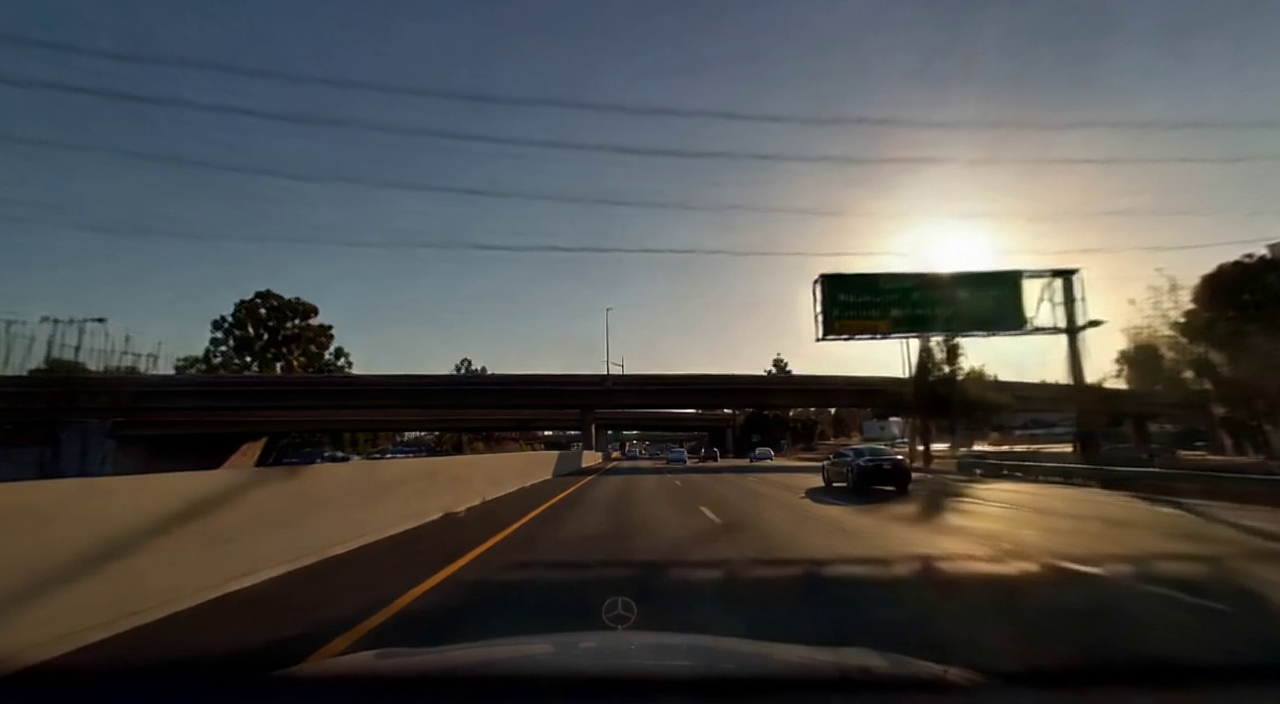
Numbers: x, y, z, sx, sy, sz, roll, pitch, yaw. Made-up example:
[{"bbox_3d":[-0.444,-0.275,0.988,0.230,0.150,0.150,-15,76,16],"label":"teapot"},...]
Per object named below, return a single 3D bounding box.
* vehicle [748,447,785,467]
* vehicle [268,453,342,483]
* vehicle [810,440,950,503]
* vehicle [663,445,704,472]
[{"bbox_3d":[9.447,7.836,47.454,1.838,1.440,4.121,0,-8,-2],"label":"vehicle"},{"bbox_3d":[-20.764,7.196,39.410,2.027,1.683,4.824,0,-8,-1],"label":"vehicle"},{"bbox_3d":[6.318,3.176,17.295,1.952,1.489,4.483,0,-8,-2],"label":"vehicle"},{"bbox_3d":[2.627,6.529,39.058,1.993,1.507,4.594,0,-8,-2],"label":"vehicle"}]
